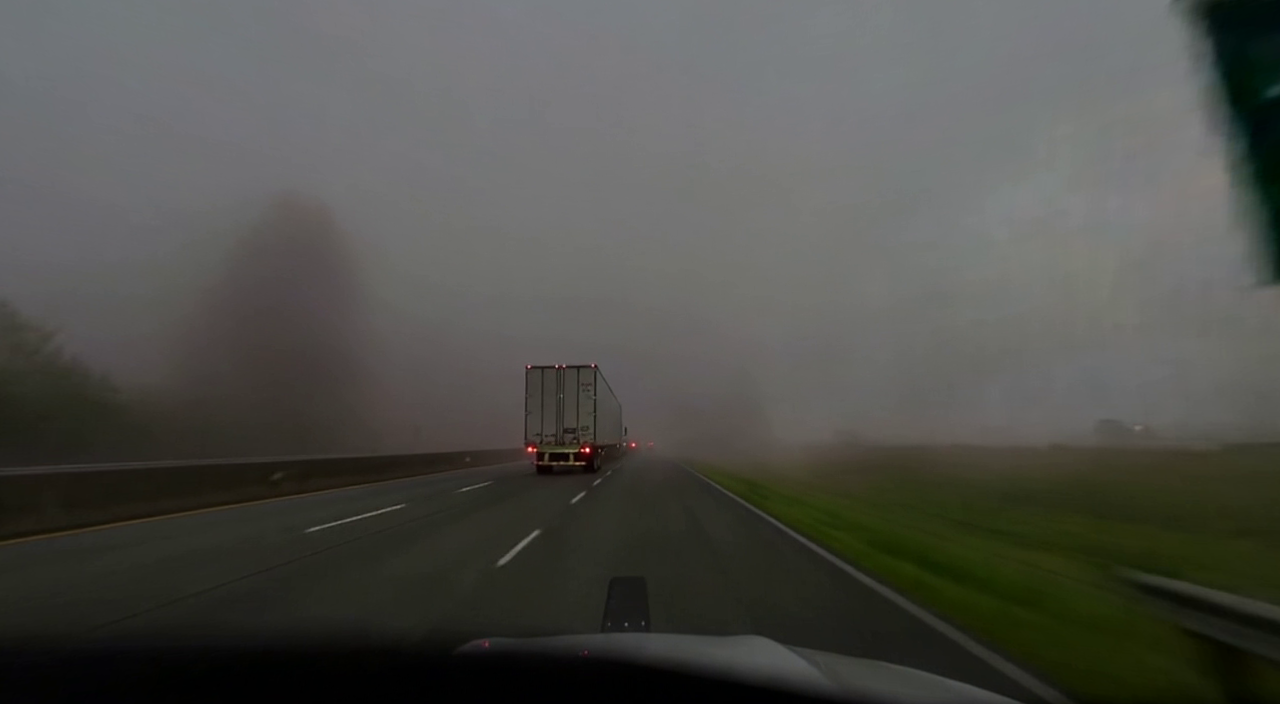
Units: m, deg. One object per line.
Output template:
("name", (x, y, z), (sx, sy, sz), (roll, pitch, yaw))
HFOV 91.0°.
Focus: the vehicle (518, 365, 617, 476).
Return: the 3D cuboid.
("vehicle", (-2.914, 3.555, 30.403), (2.947, 4.051, 14.256), (1, -8, 1))
